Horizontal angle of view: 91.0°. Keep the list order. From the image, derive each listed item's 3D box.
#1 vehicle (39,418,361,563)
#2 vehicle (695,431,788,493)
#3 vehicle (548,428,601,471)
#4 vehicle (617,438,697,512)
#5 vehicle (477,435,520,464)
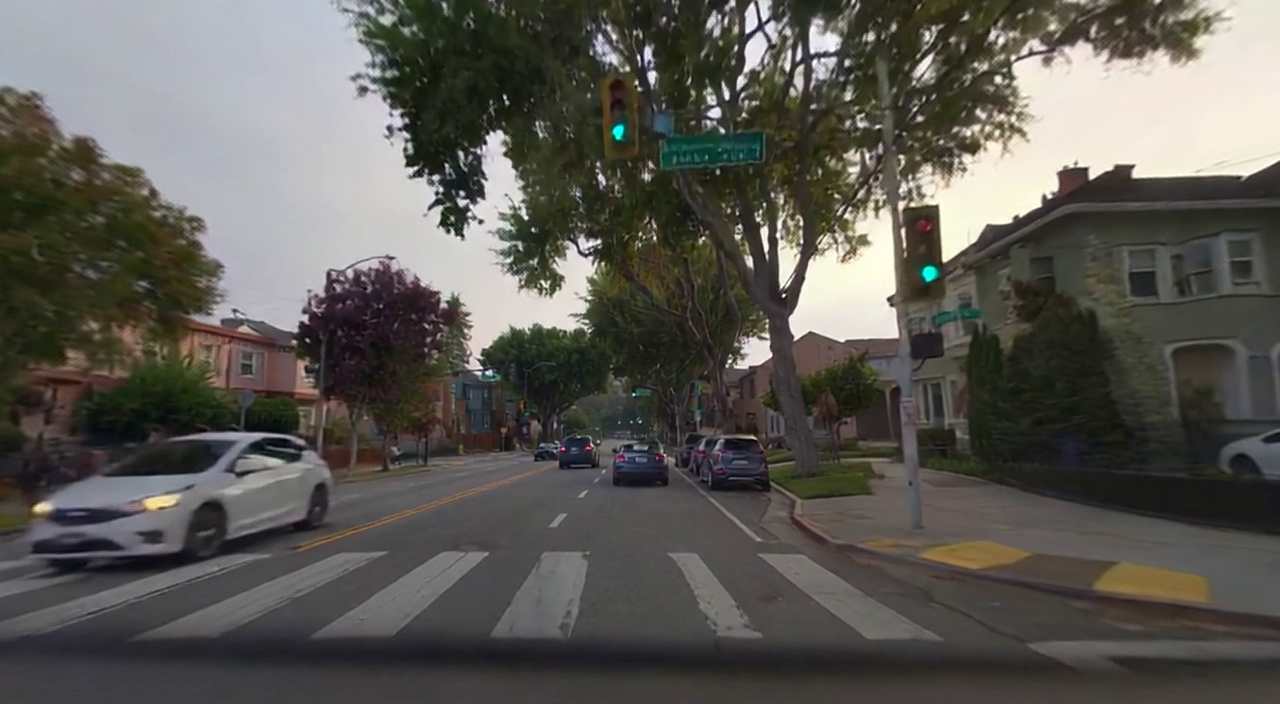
[{"bbox_3d":[-6.110,1.909,9.517,1.976,1.689,4.071,0,-8,-2],"label":"vehicle"},{"bbox_3d":[2.856,3.168,18.607,1.905,1.589,4.028,0,-8,-3],"label":"vehicle"},{"bbox_3d":[-2.971,4.521,29.380,1.983,1.841,4.013,0,-8,1],"label":"vehicle"},{"bbox_3d":[0.286,2.654,14.066,1.485,1.385,3.283,2,-8,-3],"label":"vehicle"},{"bbox_3d":[-9.348,6.424,41.861,1.850,1.720,4.237,-2,-8,0],"label":"vehicle"}]
